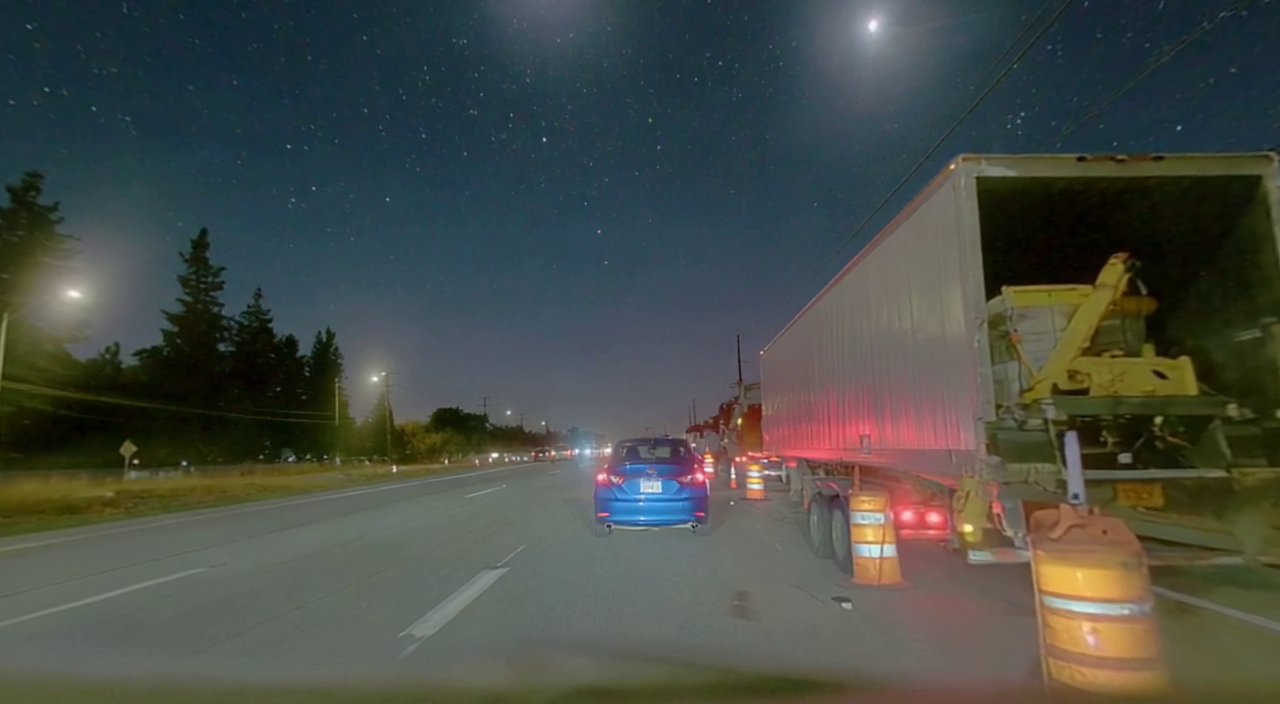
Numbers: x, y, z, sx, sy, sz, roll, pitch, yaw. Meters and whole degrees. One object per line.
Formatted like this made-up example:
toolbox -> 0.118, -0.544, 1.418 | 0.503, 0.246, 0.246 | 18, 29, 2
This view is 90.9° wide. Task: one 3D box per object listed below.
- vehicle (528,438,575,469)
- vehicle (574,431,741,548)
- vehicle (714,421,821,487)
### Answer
vehicle -> -5.135, 5.971, 37.241 | 1.963, 1.721, 4.467 | -1, -8, 3
vehicle -> 0.232, 2.081, 10.245 | 2.128, 1.473, 4.272 | 0, -8, 0
vehicle -> 4.255, 3.575, 22.392 | 2.555, 2.017, 6.201 | 0, -8, 1
